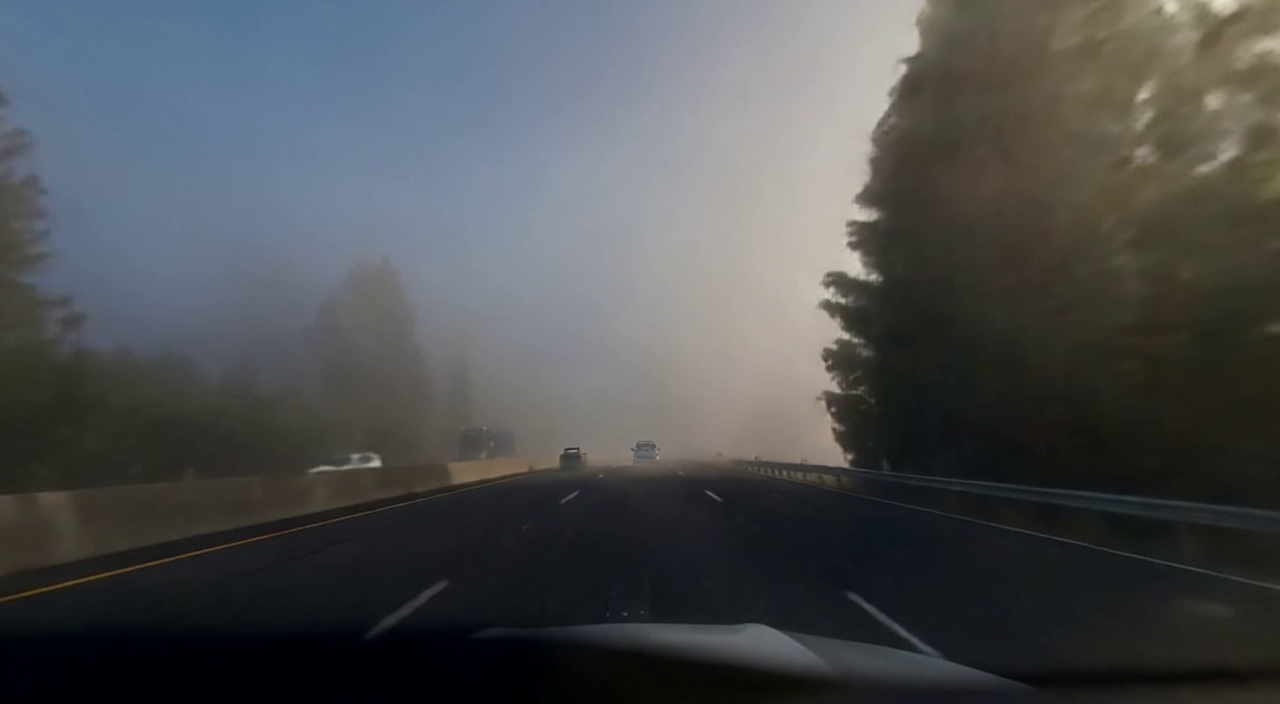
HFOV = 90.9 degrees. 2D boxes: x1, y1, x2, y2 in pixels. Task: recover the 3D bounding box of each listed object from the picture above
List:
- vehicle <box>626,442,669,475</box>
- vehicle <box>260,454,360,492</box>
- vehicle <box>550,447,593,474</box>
[{"bbox_3d":[0.388,5.733,34.082,2.172,1.687,3.929,0,-9,0],"label":"vehicle"},{"bbox_3d":[-14.273,5.240,27.555,2.076,1.493,4.106,0,-9,2],"label":"vehicle"},{"bbox_3d":[-3.869,6.246,36.388,1.998,1.460,4.422,0,-9,0],"label":"vehicle"}]
